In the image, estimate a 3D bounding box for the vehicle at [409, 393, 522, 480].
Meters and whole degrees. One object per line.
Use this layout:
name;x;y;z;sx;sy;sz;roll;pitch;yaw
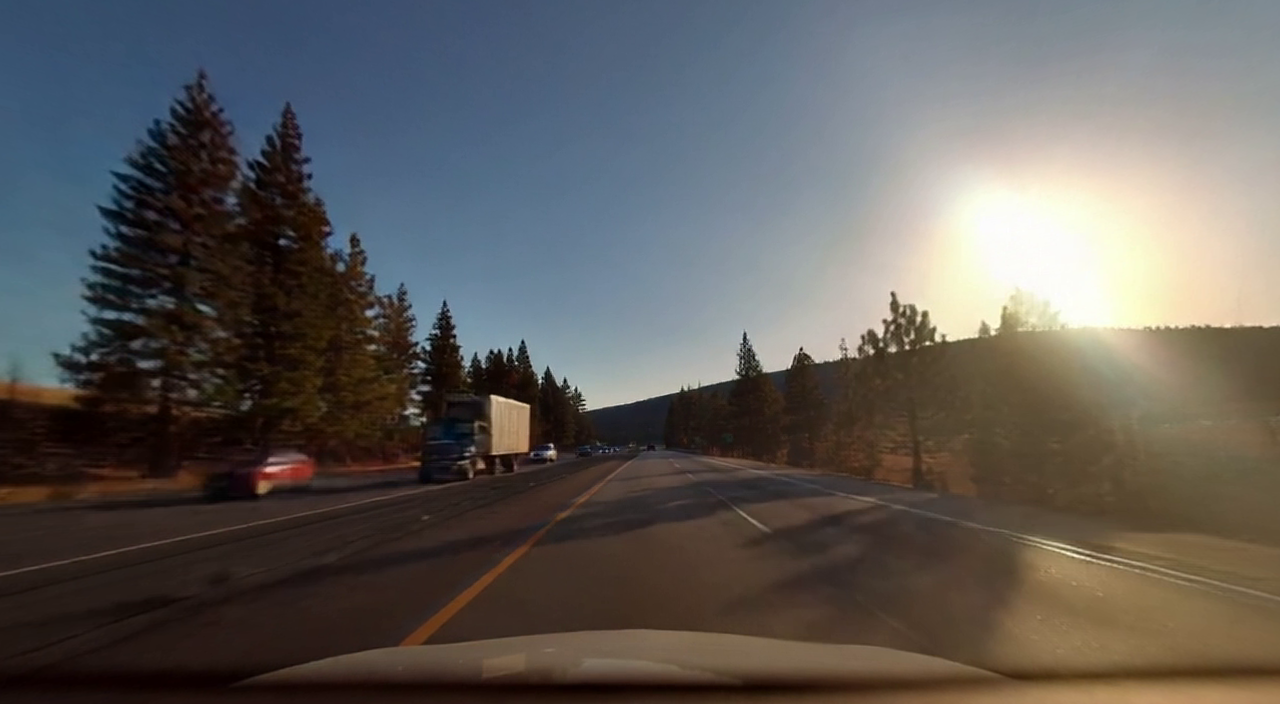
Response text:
vehicle;-8.804;4.537;33.369;2.929;3.915;9.419;-1;-8;2
